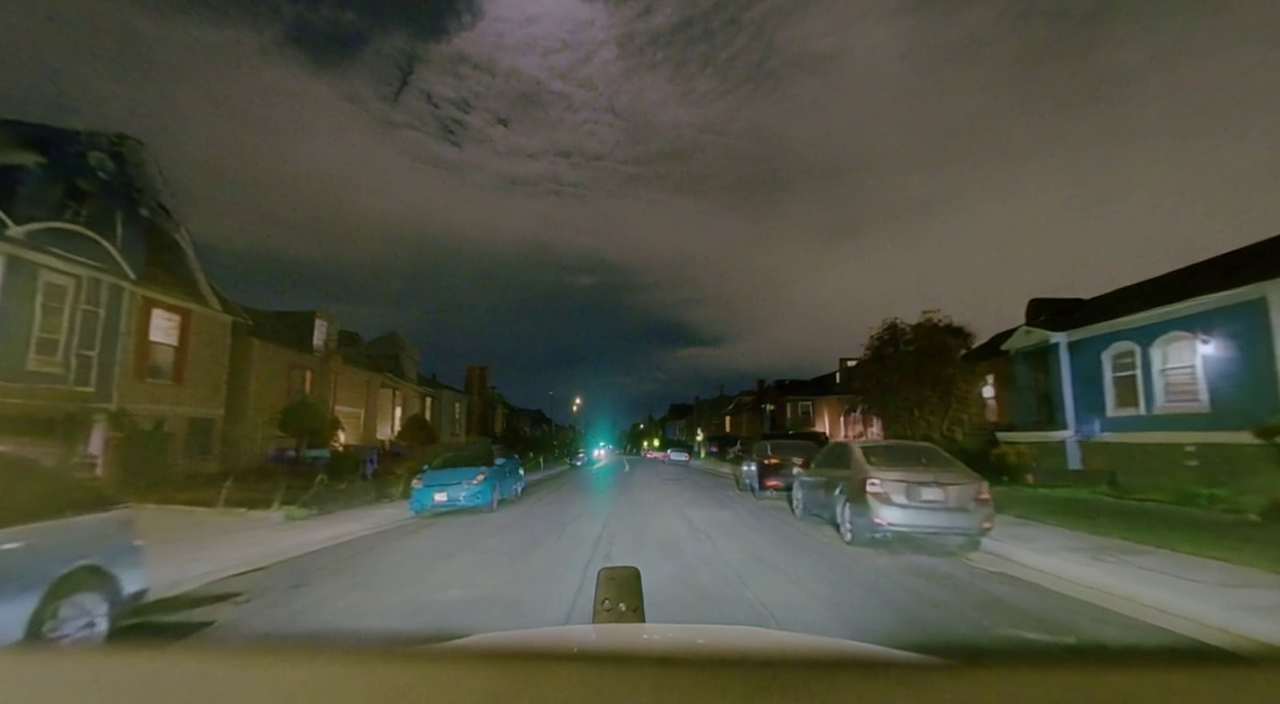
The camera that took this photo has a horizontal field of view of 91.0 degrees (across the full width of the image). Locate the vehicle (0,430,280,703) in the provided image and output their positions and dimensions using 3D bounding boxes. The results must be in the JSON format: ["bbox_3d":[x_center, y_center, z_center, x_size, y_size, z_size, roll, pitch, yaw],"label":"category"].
[{"bbox_3d":[-4.256,1.114,3.025,2.020,1.470,5.300,0,-8,-1],"label":"vehicle"}]

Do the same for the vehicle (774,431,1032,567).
[{"bbox_3d":[3.396,1.967,9.273,1.888,1.484,4.476,0,-8,0],"label":"vehicle"}]

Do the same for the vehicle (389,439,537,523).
[{"bbox_3d":[-3.833,2.835,14.611,2.089,1.508,4.537,2,-7,0],"label":"vehicle"}]
